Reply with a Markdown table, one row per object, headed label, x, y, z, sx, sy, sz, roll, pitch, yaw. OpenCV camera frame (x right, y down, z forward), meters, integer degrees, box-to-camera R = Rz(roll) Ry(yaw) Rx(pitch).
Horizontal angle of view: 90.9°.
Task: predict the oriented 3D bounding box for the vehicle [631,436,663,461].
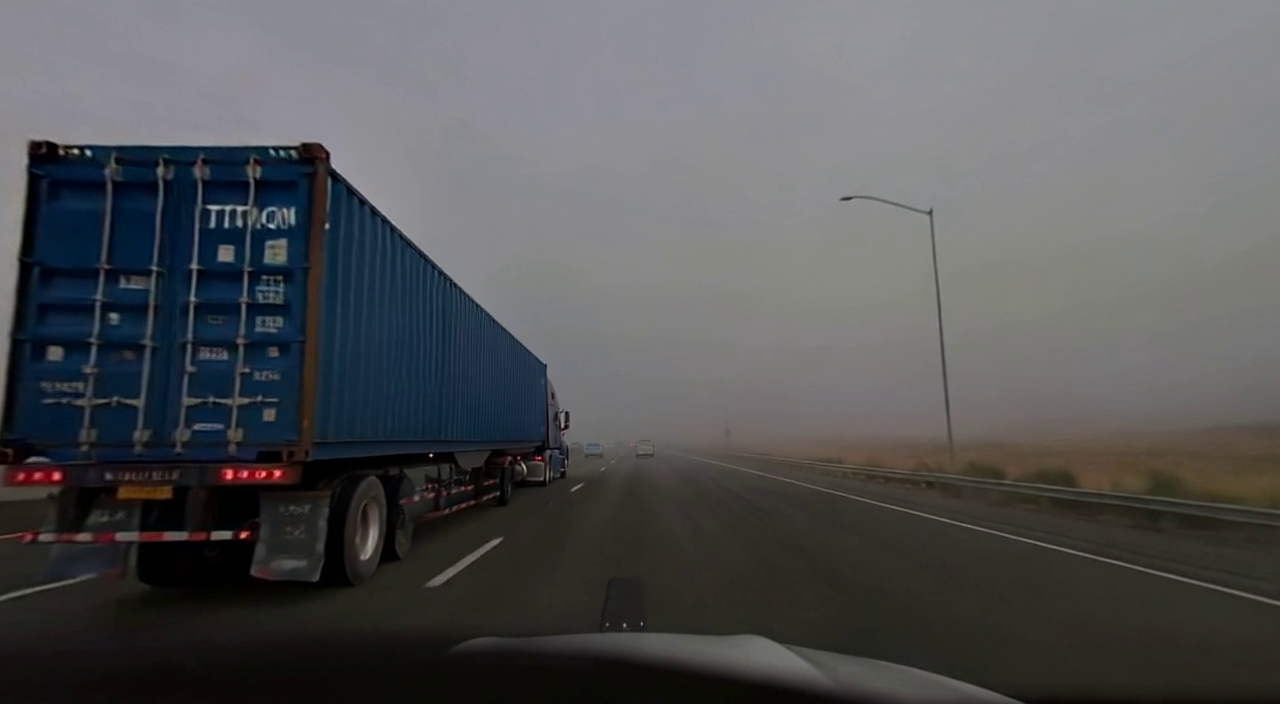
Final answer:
| label | x | y | z | sx | sy | sz | roll | pitch | yaw |
| --- | --- | --- | --- | --- | --- | --- | --- | --- | --- |
| vehicle | 0.450 | 6.813 | 44.603 | 2.136 | 1.718 | 4.157 | 0 | -8 | 0 |

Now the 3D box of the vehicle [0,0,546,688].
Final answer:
| label | x | y | z | sx | sy | sz | roll | pitch | yaw |
| --- | --- | --- | --- | --- | --- | --- | --- | --- | --- |
| vehicle | -3.997 | 0.720 | 10.192 | 2.840 | 4.032 | 13.388 | 0 | -8 | 0 |
